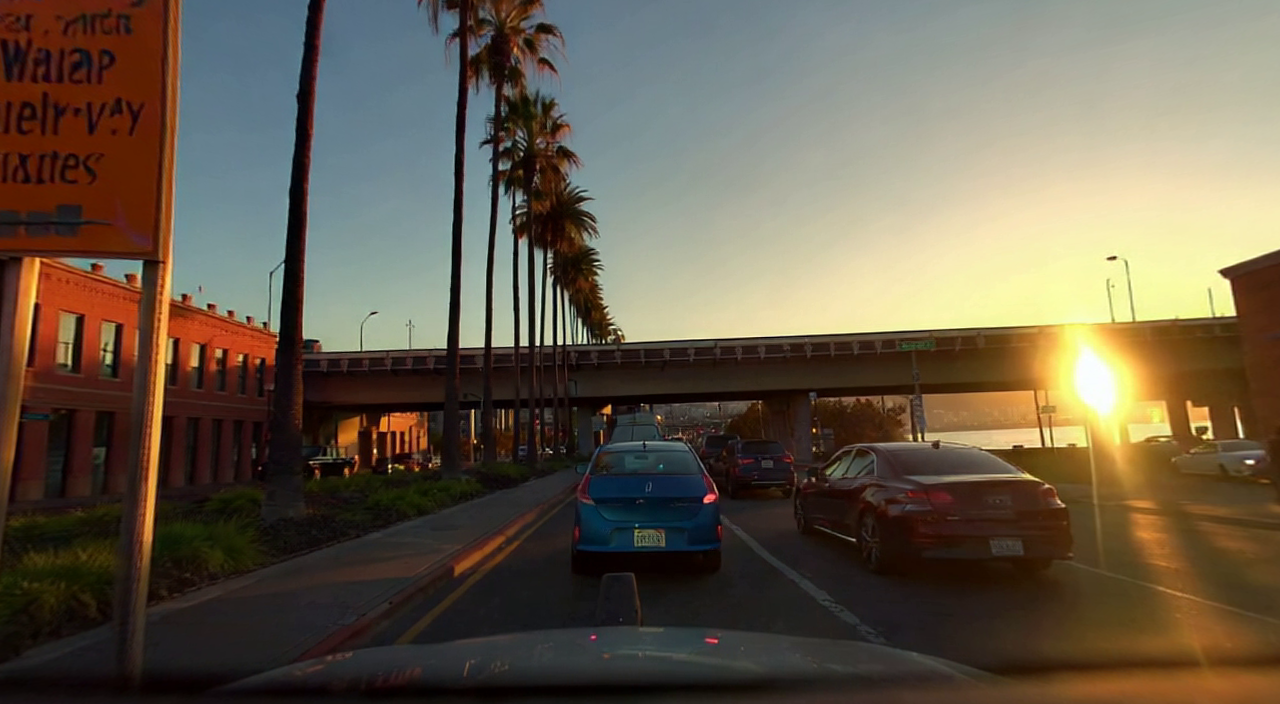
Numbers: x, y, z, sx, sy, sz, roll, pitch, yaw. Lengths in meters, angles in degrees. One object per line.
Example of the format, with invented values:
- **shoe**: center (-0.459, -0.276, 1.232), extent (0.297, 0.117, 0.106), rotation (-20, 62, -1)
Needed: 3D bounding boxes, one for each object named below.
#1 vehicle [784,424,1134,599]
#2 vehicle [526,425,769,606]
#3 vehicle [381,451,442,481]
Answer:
- **vehicle**: center (3.273, 1.716, 7.727), extent (1.920, 1.490, 4.417), rotation (0, -9, -1)
- **vehicle**: center (0.060, 1.667, 7.256), extent (2.048, 1.503, 3.681), rotation (0, -9, 0)
- **vehicle**: center (-14.952, 7.474, 41.705), extent (2.104, 1.802, 4.852), rotation (0, -9, 1)
